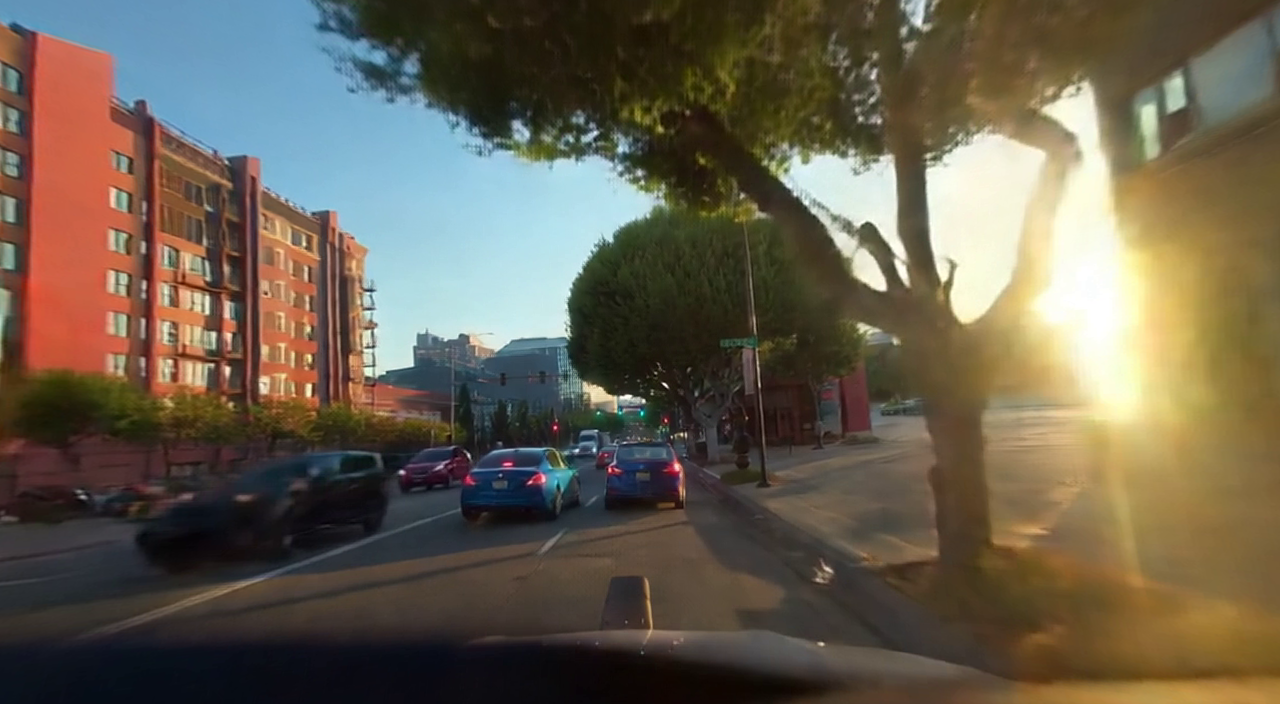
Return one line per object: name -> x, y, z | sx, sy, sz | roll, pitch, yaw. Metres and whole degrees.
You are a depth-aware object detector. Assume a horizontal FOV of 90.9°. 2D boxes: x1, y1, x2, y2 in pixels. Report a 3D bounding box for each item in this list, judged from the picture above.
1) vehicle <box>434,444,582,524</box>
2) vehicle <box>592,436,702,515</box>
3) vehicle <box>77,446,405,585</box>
vehicle -> -2.604, 2.738, 13.819 | 2.099, 1.424, 4.843 | 0, -8, 1
vehicle -> 0.144, 2.629, 13.949 | 2.094, 1.478, 3.922 | 0, -8, 0
vehicle -> -5.505, 2.248, 9.691 | 1.918, 1.475, 4.750 | -3, -8, 1
